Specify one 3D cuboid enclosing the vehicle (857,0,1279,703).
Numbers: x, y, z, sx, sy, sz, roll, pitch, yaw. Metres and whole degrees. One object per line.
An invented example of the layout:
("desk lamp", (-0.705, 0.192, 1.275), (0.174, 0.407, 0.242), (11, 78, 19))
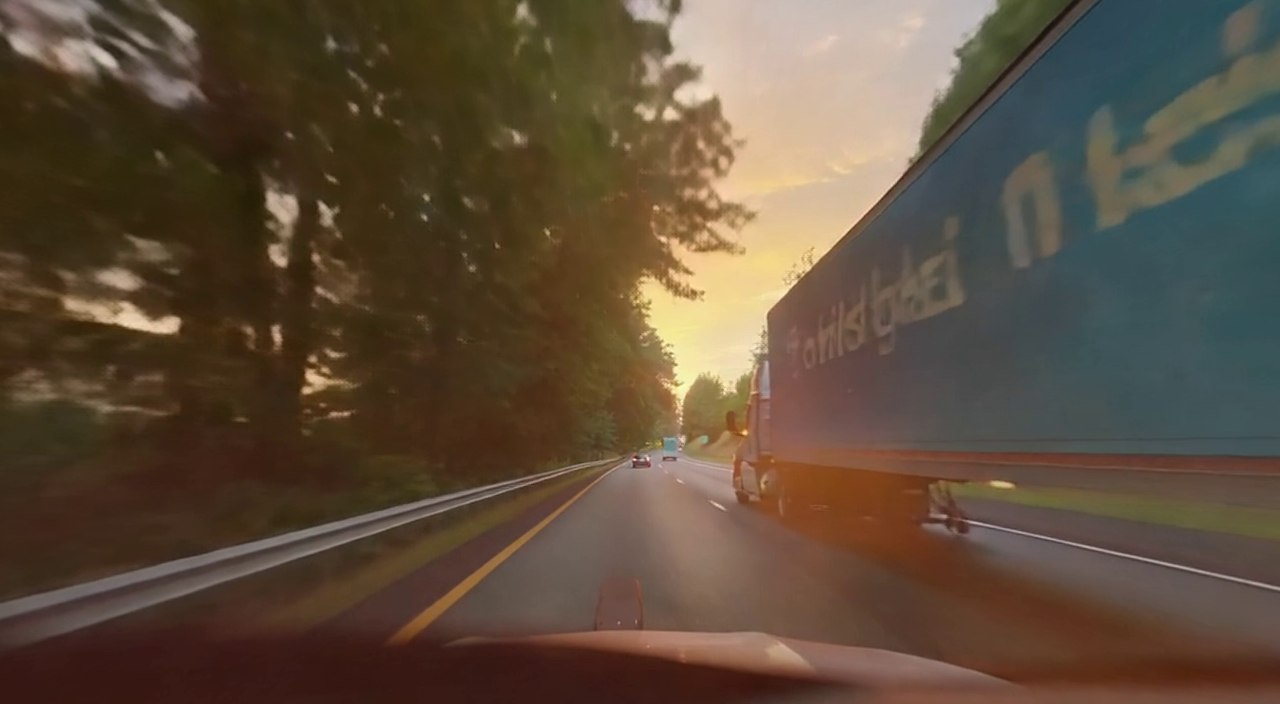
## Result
("vehicle", (3.970, -0.613, 0.567), (3.440, 4.090, 11.380), (-1, -10, 0))
